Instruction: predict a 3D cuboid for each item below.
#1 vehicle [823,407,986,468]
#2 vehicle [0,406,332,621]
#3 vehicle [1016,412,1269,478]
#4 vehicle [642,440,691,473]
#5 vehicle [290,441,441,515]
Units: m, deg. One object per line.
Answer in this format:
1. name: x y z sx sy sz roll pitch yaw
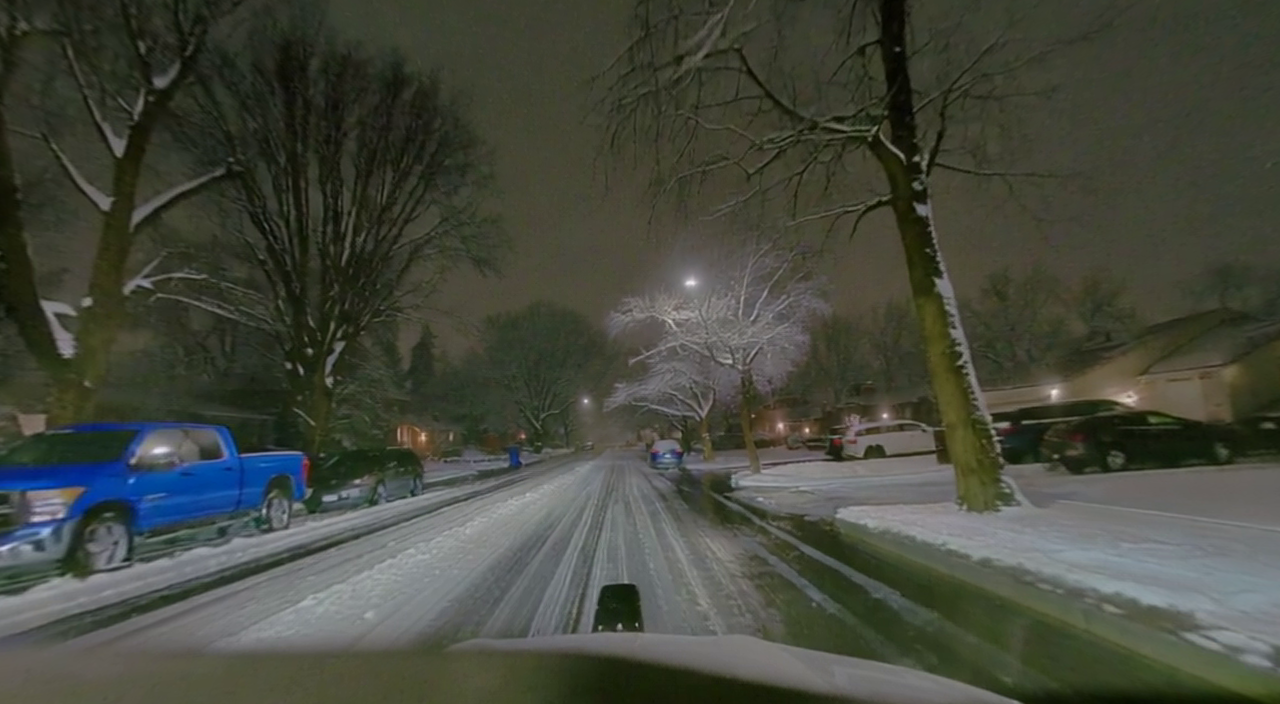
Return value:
1. vehicle: 9.936 3.278 23.973 5.097 1.824 2.113 -4 -8 -2
2. vehicle: -6.788 1.886 8.567 2.329 1.947 5.455 0 -9 1
3. vehicle: 11.826 2.220 15.067 4.390 1.457 1.861 0 -9 1
4. vehicle: 1.219 5.110 31.098 2.006 1.494 4.211 1 -9 -3
5. vehicle: -6.852 3.155 16.364 1.995 1.608 4.596 0 -9 -2
